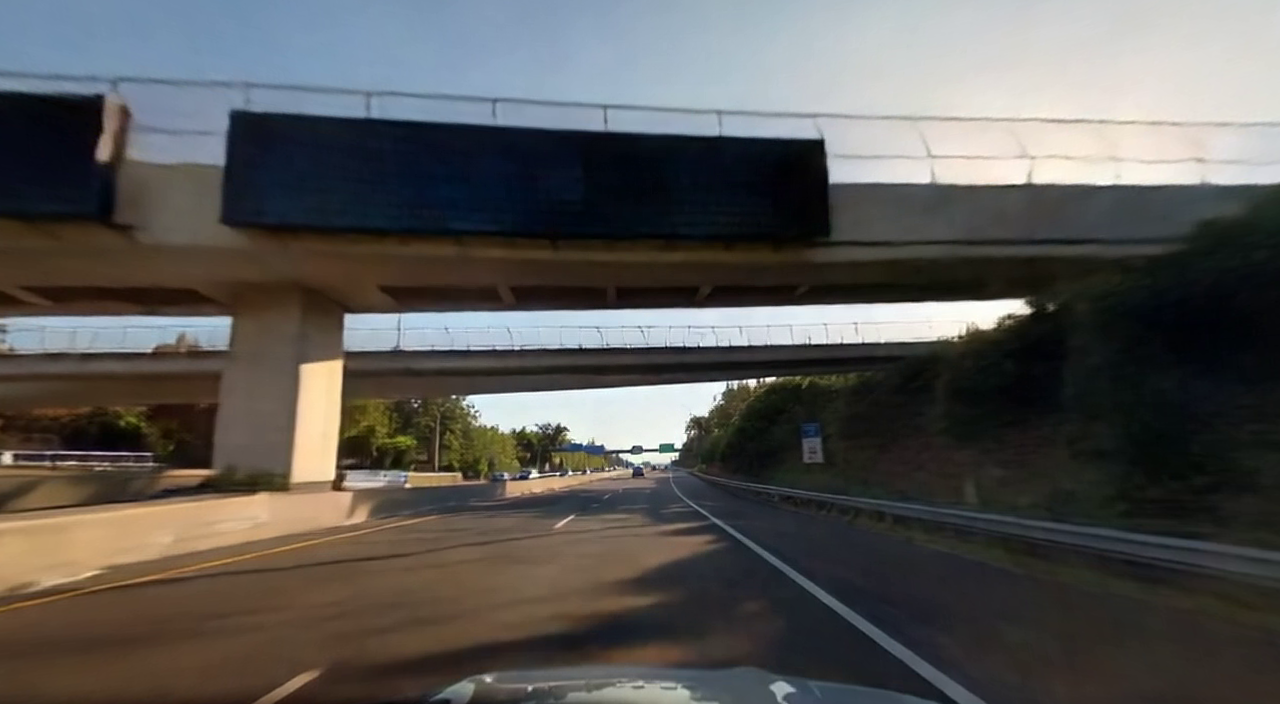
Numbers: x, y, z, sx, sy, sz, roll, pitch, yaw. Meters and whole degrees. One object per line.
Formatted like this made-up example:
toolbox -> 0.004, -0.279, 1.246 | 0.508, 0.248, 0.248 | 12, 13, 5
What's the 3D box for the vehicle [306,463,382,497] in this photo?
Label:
vehicle -> -14.441, 6.269, 30.979 | 1.948, 1.494, 3.477 | 1, -11, 1
